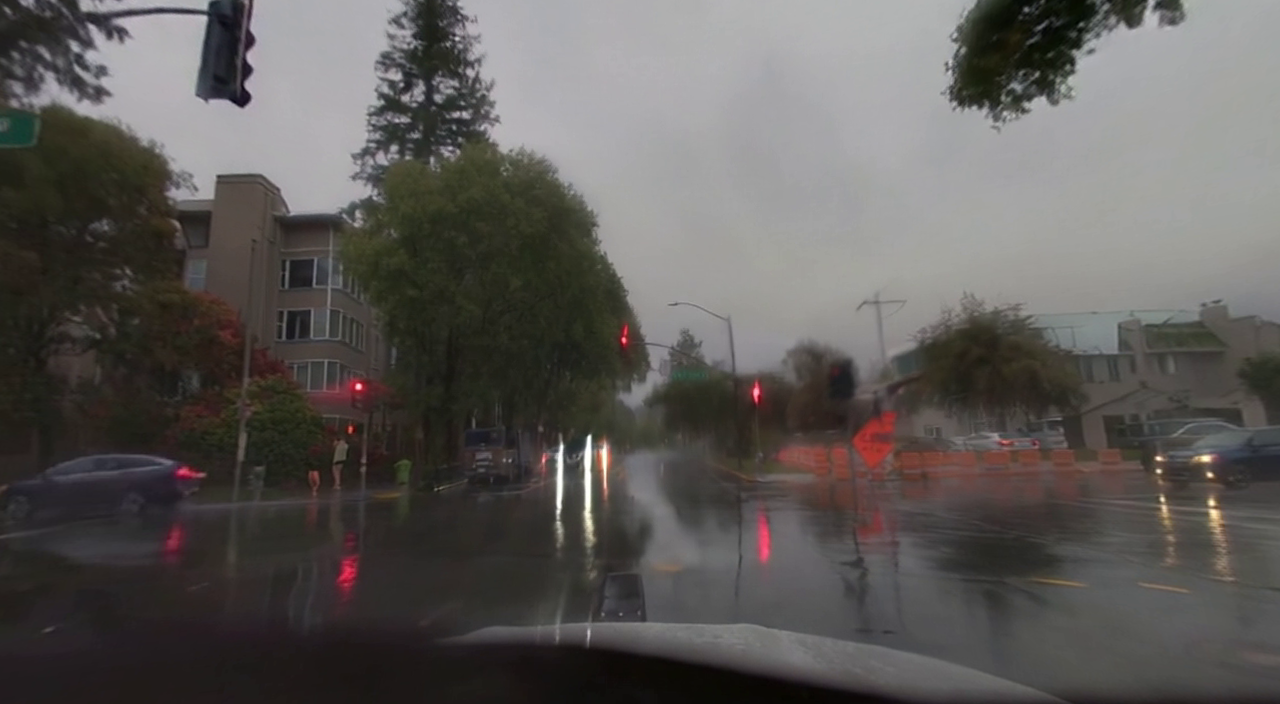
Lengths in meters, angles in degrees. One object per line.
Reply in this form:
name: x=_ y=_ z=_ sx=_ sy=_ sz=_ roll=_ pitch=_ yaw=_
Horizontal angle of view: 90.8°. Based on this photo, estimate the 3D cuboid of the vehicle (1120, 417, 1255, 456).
vehicle: x=33.275 y=5.162 z=38.521 sx=5.969 sy=2.225 sz=2.458 roll=0 pitch=-9 yaw=-4

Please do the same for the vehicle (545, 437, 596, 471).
vehicle: x=-3.715 y=5.589 z=34.619 sx=2.302 sy=1.708 sz=4.764 roll=0 pitch=-9 yaw=-1

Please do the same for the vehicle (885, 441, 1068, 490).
vehicle: x=11.236 y=3.795 z=21.447 sx=5.158 sy=1.470 sz=2.012 roll=-4 pitch=-10 yaw=26

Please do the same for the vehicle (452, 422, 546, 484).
vehicle: x=-6.479 y=4.801 z=30.248 sx=2.896 sy=2.560 sz=7.322 roll=0 pitch=-9 yaw=-1

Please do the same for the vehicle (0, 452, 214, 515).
vehicle: x=-14.590 y=3.530 z=17.218 sx=4.497 sy=1.579 sz=1.952 roll=0 pitch=-9 yaw=-1
